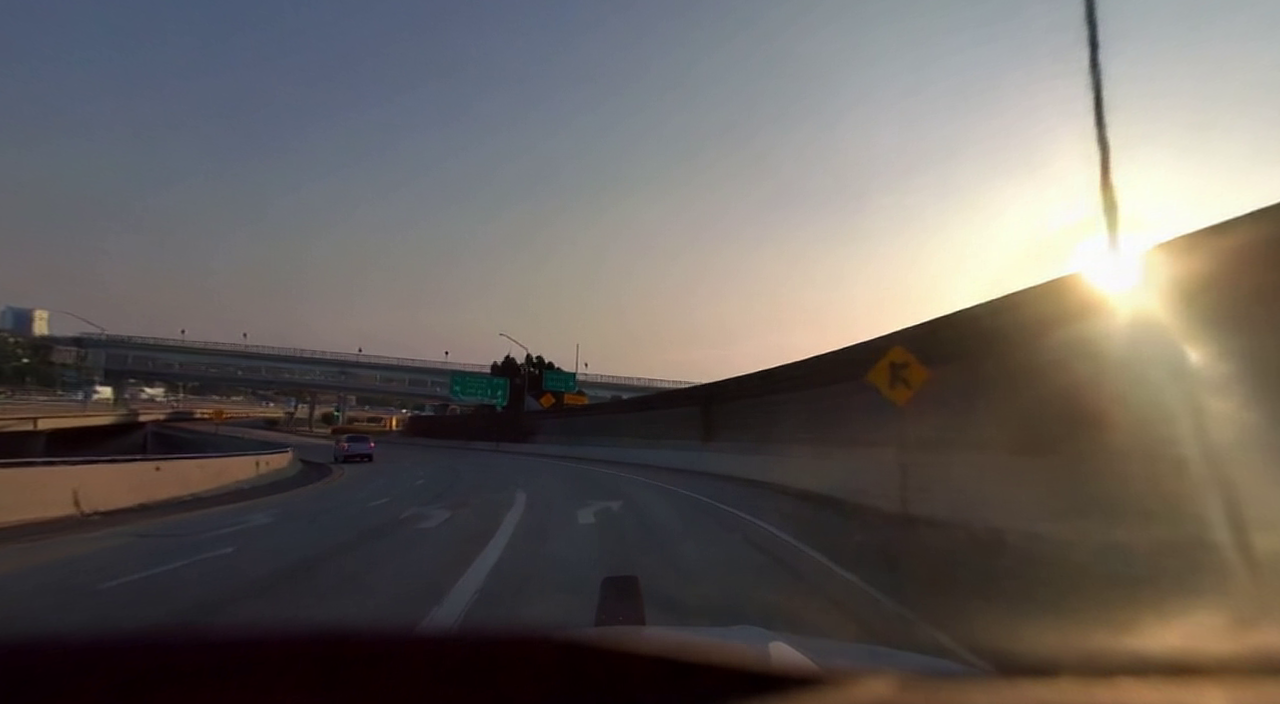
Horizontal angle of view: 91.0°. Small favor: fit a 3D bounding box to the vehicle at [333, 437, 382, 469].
[{"bbox_3d":[-15.497,5.482,34.392,2.234,1.588,4.484,4,-10,-26],"label":"vehicle"}]
